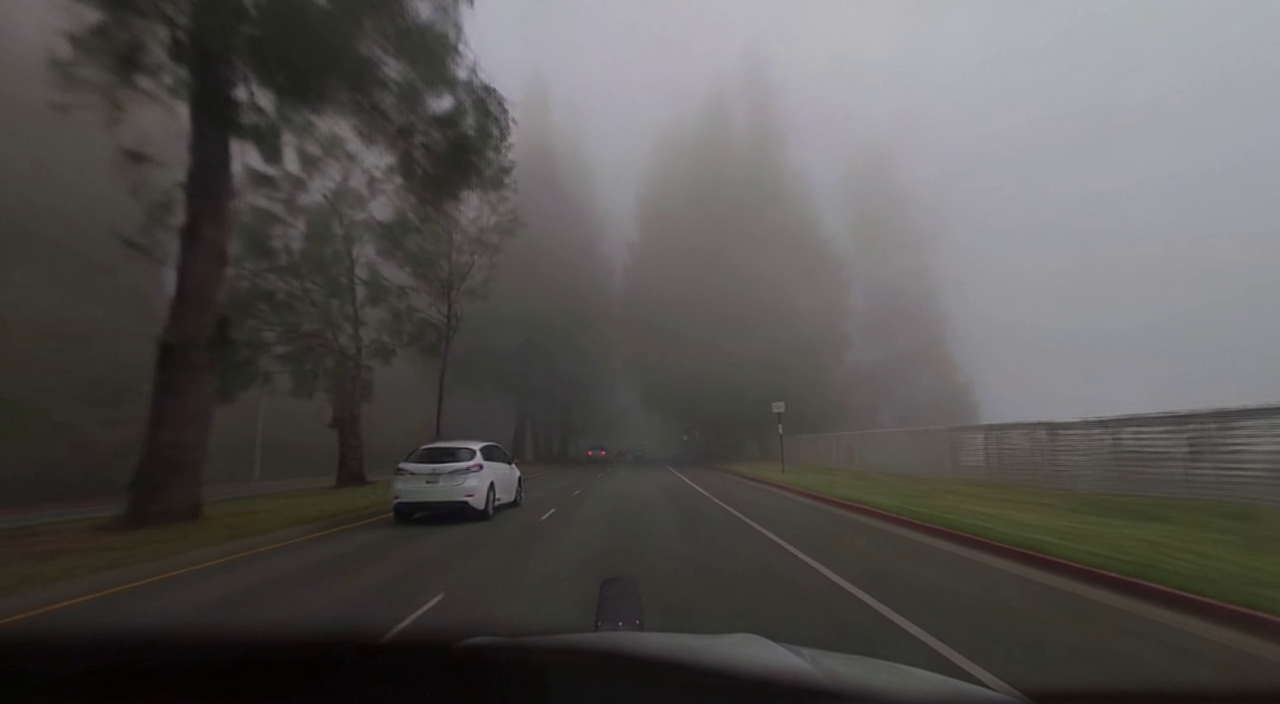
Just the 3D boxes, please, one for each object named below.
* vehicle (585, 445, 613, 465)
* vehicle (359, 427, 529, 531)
[{"bbox_3d":[-3.082,7.850,48.255,1.870,1.431,4.317,0,-9,1],"label":"vehicle"},{"bbox_3d":[-3.536,2.375,12.443,1.919,1.650,4.546,0,-9,0],"label":"vehicle"}]
